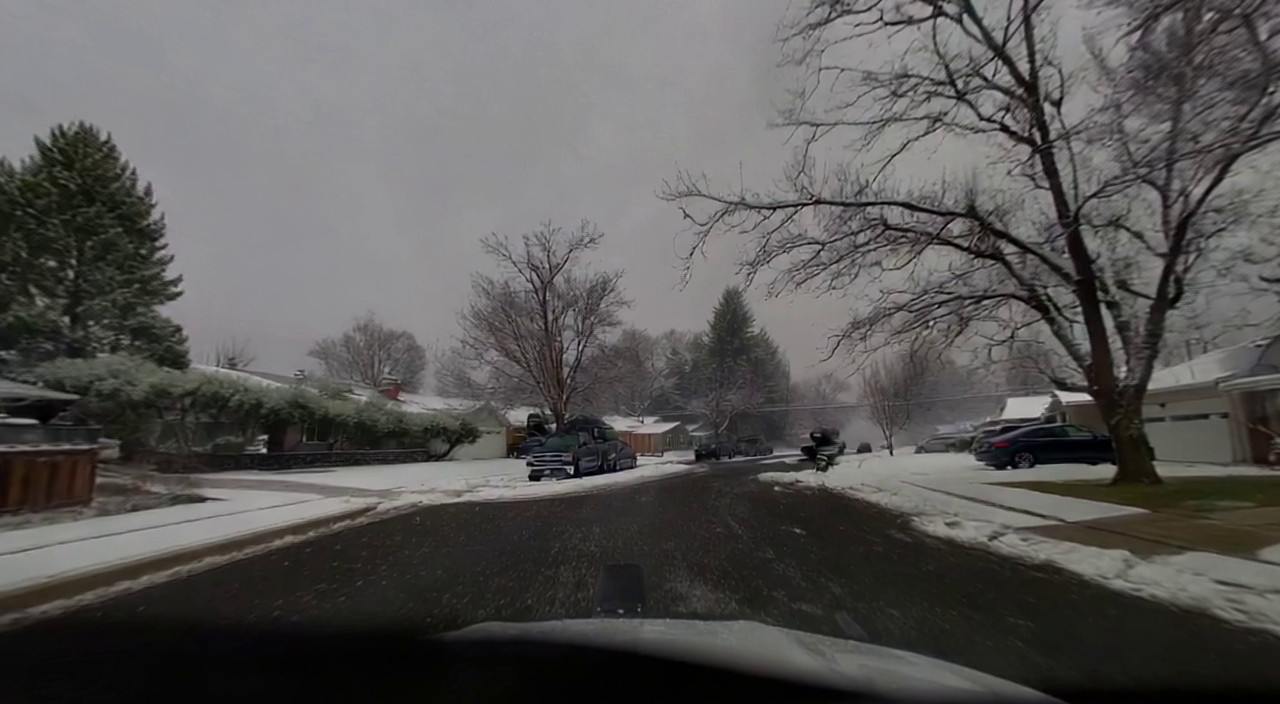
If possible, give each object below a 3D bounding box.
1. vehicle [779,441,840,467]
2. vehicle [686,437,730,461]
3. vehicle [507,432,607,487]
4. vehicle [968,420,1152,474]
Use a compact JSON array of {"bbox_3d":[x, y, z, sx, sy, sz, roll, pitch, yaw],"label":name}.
[{"bbox_3d":[11.134,6.578,40.963,2.804,1.336,6.700,-3,-7,24],"label":"vehicle"},{"bbox_3d":[5.310,7.492,48.657,2.052,1.745,4.737,-4,-9,23],"label":"vehicle"},{"bbox_3d":[-2.992,3.995,24.087,2.274,1.784,5.090,-1,-6,11],"label":"vehicle"},{"bbox_3d":[14.505,3.320,22.053,4.789,1.771,2.092,-1,-9,9],"label":"vehicle"}]
